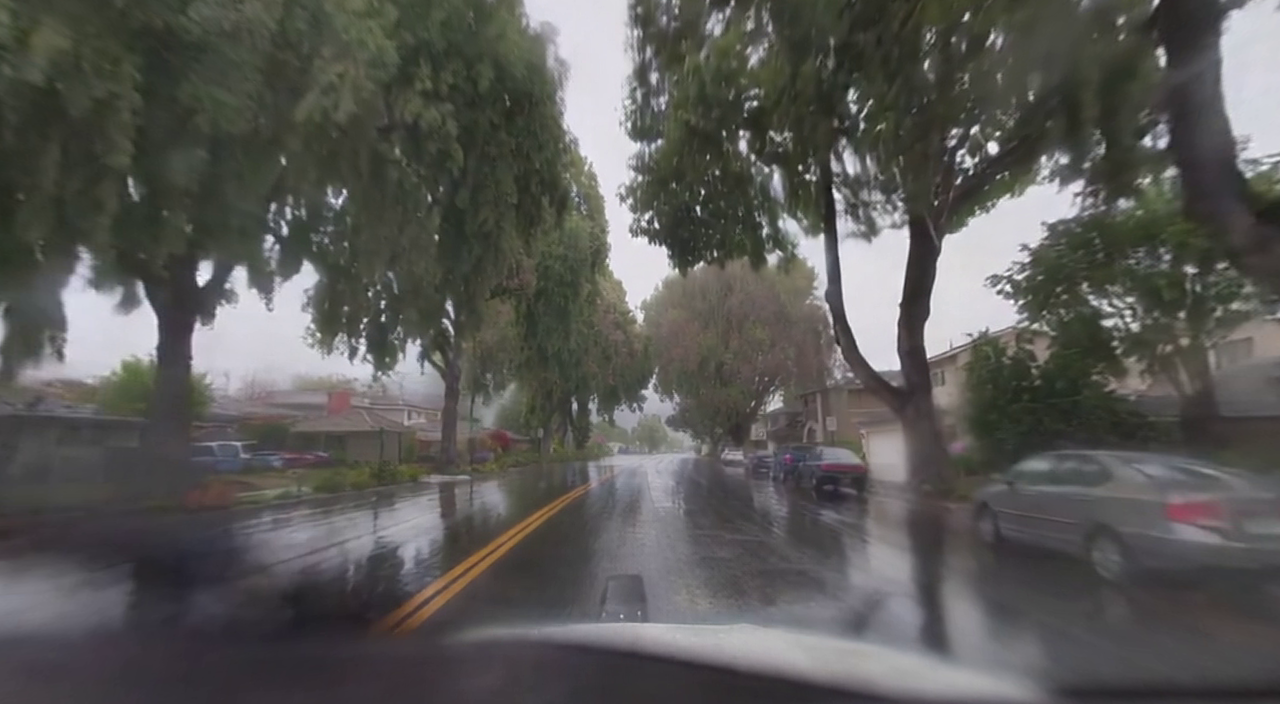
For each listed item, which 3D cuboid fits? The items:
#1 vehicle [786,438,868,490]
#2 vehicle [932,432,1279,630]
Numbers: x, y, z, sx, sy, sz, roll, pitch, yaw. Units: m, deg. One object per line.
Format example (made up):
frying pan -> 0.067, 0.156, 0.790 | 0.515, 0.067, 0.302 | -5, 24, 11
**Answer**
vehicle -> 6.495, 3.915, 22.404 | 1.798, 1.669, 3.626 | 0, -9, 0
vehicle -> 5.547, 1.729, 7.309 | 2.085, 1.485, 4.932 | 0, -9, 2
